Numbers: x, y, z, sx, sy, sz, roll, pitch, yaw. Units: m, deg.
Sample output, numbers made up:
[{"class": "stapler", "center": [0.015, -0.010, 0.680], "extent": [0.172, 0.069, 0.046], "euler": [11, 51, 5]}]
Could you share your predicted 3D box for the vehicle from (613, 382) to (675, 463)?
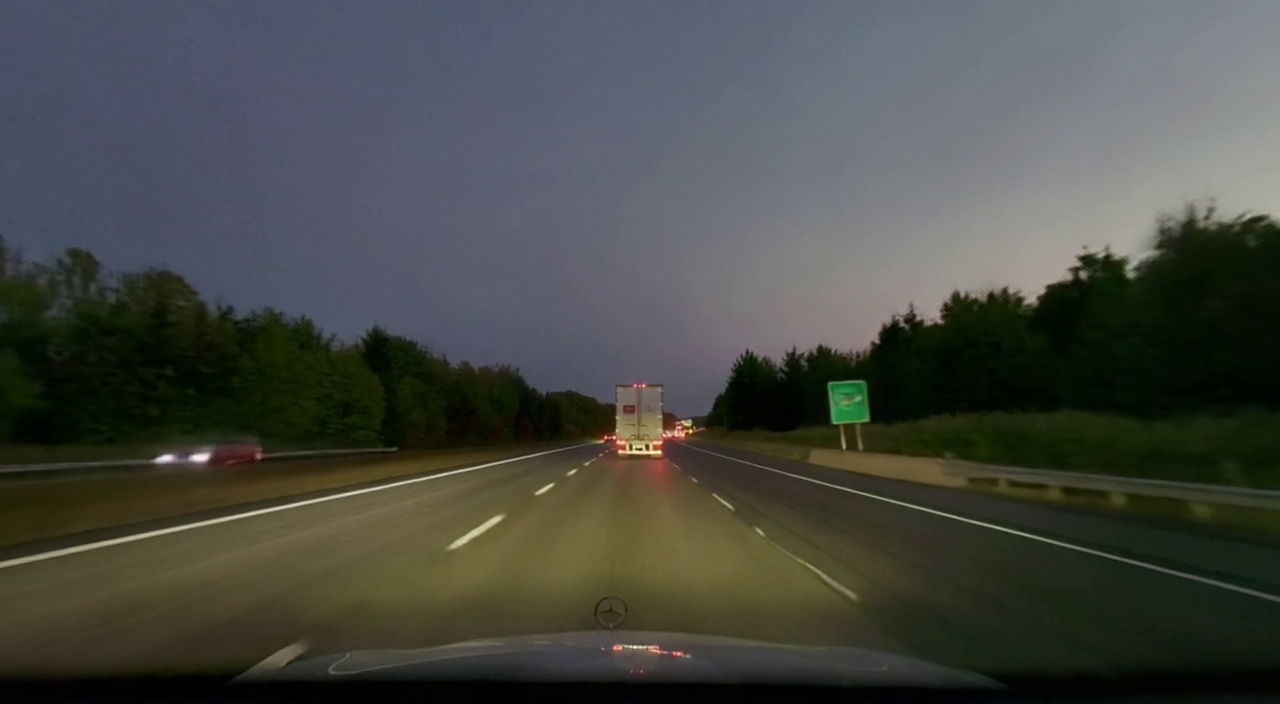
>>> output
[{"class": "vehicle", "center": [0.114, 3.838, 33.385], "extent": [2.855, 3.741, 8.587], "euler": [0, -8, -1]}]

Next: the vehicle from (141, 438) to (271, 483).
[{"class": "vehicle", "center": [-17.770, 4.426, 26.137], "extent": [2.091, 1.672, 4.610], "euler": [0, -8, 1]}]
